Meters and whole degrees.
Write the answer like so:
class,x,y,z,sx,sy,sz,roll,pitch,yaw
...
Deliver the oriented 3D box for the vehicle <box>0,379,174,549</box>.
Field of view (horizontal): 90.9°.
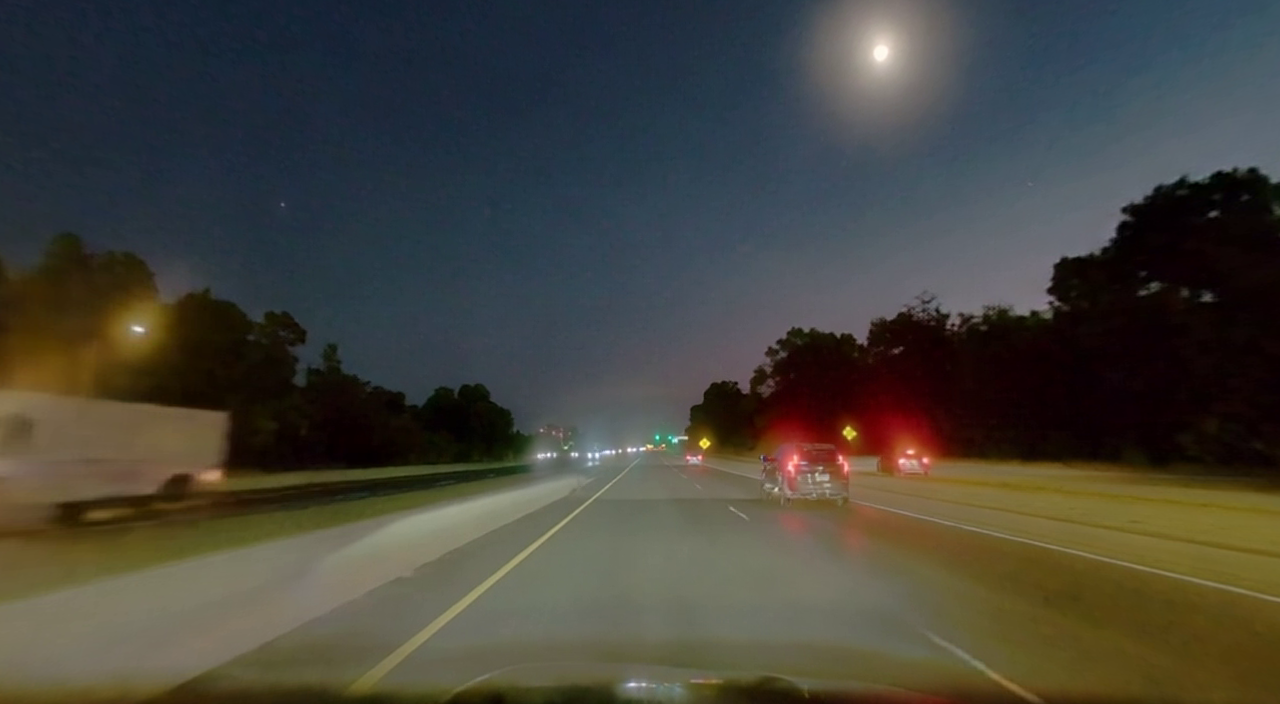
class,x,y,z,sx,sy,sz,roll,pitch,yaw
vehicle,-12.759,2.049,11.586,2.901,2.963,6.971,0,-9,1
